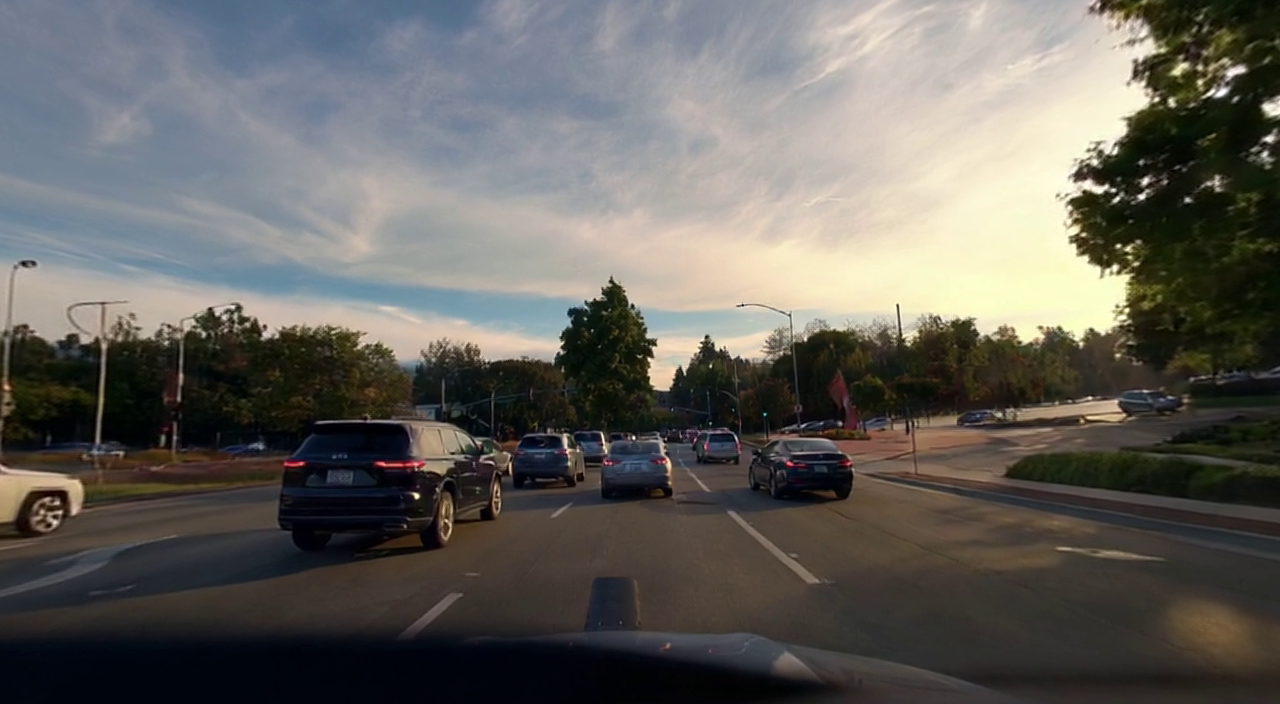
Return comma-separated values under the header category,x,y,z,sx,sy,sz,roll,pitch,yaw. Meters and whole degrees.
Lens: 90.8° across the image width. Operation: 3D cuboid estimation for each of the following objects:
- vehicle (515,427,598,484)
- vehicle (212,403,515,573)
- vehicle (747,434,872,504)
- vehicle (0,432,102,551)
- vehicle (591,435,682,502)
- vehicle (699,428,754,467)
category,x,y,z,sx,sy,sz,roll,pitch,yaw
vehicle,-2.869,3.703,22.800,2.218,1.829,4.492,-1,-8,3
vehicle,-3.399,1.800,9.263,2.111,1.745,5.274,0,-8,-1
vehicle,3.952,2.794,15.512,1.884,1.463,4.195,0,-8,0
vehicle,-9.092,1.637,7.088,2.146,1.480,4.589,0,-8,-2
vehicle,-0.062,2.955,16.462,2.030,1.477,4.330,0,-8,1
vehicle,4.306,4.858,32.197,2.099,1.845,4.363,0,-8,-1
